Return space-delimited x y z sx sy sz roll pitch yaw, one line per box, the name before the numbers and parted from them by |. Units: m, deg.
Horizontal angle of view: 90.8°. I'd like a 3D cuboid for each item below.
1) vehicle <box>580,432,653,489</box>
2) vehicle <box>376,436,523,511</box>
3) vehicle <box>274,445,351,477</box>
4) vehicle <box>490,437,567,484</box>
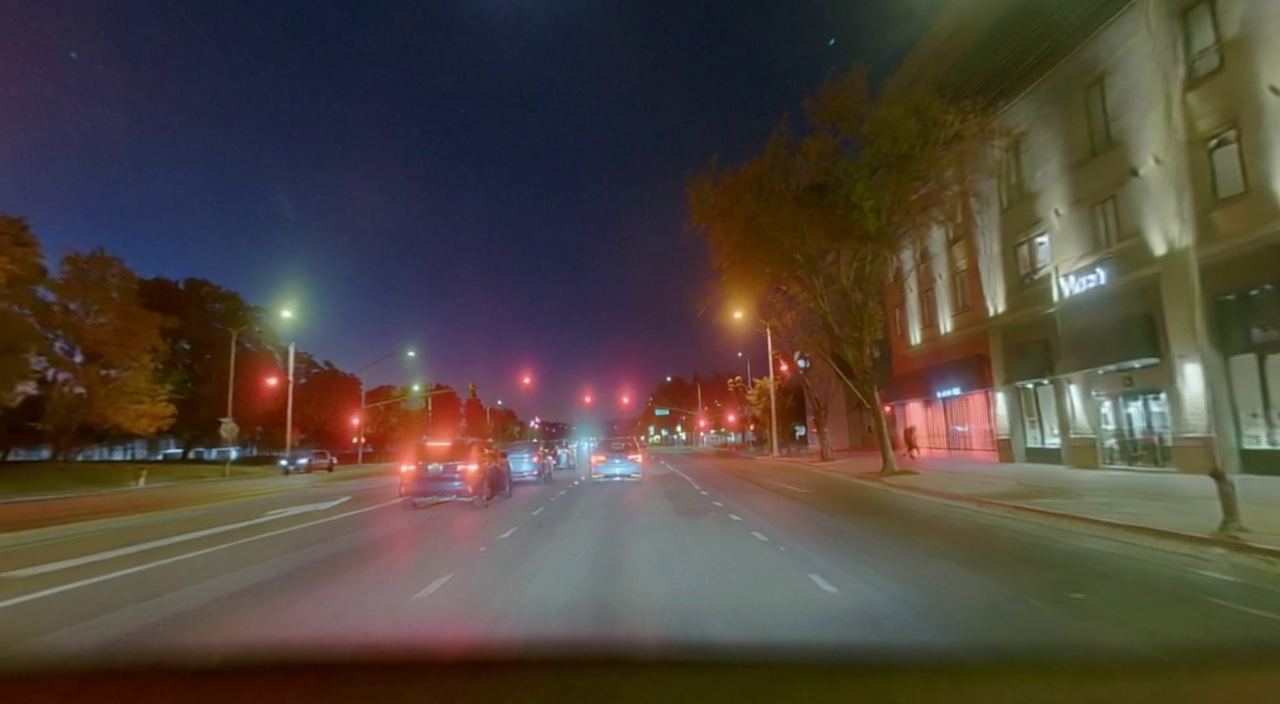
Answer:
vehicle | -0.670 3.321 19.640 2.042 1.555 3.912 0 -8 0
vehicle | -4.174 2.723 14.735 2.020 1.457 4.496 0 -8 0
vehicle | -19.490 6.480 37.835 2.054 1.724 4.829 0 -8 -1
vehicle | -3.757 3.727 22.009 1.950 1.487 4.130 0 -8 0
